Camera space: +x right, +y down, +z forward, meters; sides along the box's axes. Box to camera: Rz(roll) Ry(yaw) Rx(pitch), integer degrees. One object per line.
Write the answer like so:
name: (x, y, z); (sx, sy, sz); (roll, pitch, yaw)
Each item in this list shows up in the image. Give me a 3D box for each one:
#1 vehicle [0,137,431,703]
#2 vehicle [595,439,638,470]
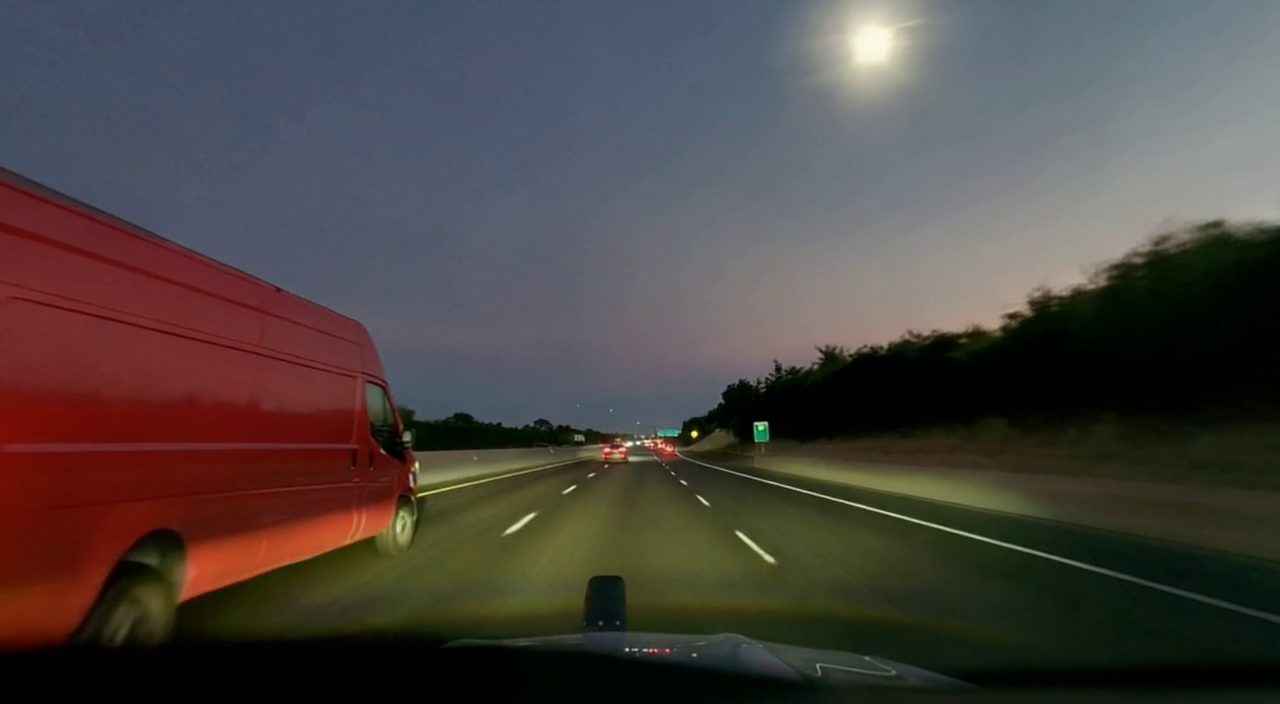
vehicle: (-4.158, 0.761, 5.805); (2.382, 2.736, 5.982); (0, -9, 0)
vehicle: (-1.257, 5.799, 35.733); (2.183, 1.662, 3.968); (0, -9, 1)
